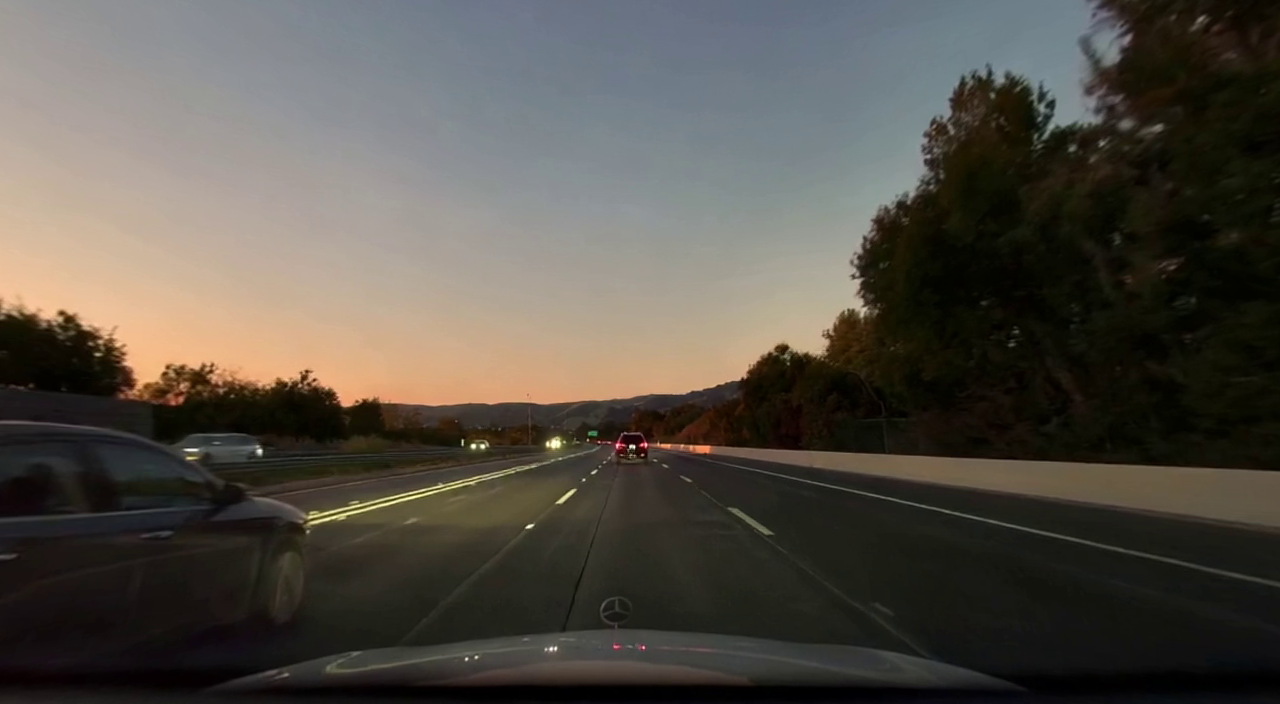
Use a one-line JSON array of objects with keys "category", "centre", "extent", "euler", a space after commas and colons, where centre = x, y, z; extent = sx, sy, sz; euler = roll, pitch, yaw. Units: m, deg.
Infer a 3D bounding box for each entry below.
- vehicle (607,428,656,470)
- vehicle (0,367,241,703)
[{"category": "vehicle", "centre": [-0.501, 5.001, 32.658], "extent": [2.382, 1.973, 4.439], "euler": [0, -8, -2]}, {"category": "vehicle", "centre": [-3.428, 0.758, 1.582], "extent": [2.039, 1.602, 4.317], "euler": [0, -8, -1]}]
